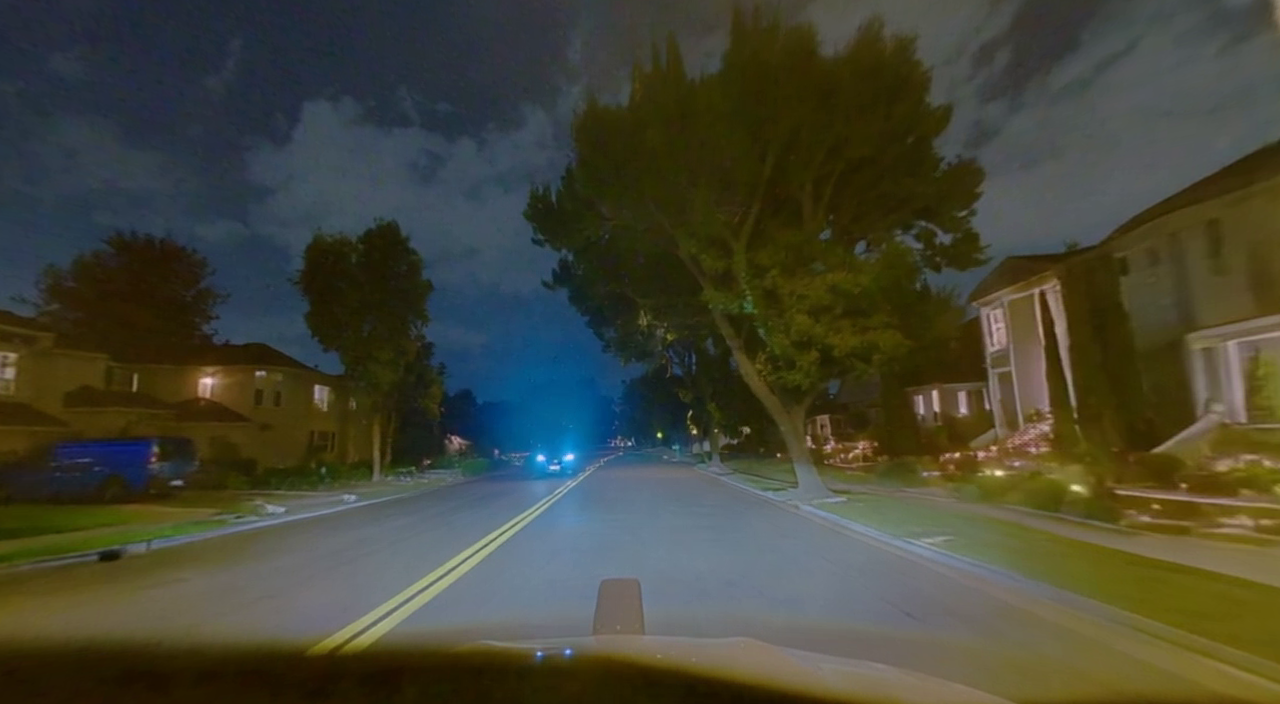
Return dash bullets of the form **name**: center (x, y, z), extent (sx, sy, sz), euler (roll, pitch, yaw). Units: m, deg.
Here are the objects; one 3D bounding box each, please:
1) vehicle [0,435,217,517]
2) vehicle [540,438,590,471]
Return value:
- **vehicle**: center (-14.444, 3.175, 16.710), extent (2.145, 1.839, 4.837), euler (-6, -10, 33)
- **vehicle**: center (-4.397, 6.154, 38.021), extent (2.303, 1.813, 5.660), euler (0, -8, 0)
